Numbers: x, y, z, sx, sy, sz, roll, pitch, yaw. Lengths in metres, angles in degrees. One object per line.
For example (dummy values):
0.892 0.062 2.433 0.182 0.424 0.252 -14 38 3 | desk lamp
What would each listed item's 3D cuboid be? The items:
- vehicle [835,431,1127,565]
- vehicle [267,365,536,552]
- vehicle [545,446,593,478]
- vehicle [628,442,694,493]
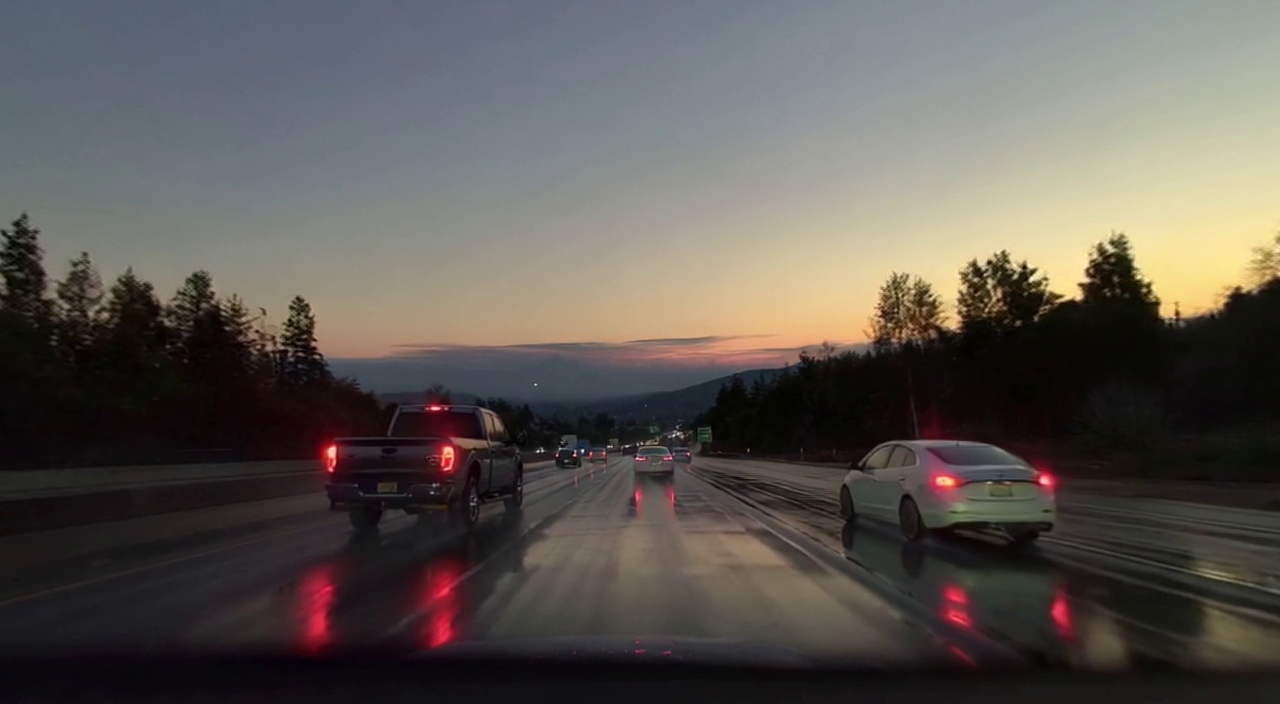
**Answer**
4.533 1.985 9.228 1.961 1.491 4.035 0 -9 -1 | vehicle
-3.655 1.863 11.382 2.523 2.458 6.022 0 -9 0 | vehicle
-3.561 5.580 32.149 1.940 1.502 4.463 0 -9 0 | vehicle
0.606 3.855 21.330 2.015 1.526 4.286 0 -9 -1 | vehicle
